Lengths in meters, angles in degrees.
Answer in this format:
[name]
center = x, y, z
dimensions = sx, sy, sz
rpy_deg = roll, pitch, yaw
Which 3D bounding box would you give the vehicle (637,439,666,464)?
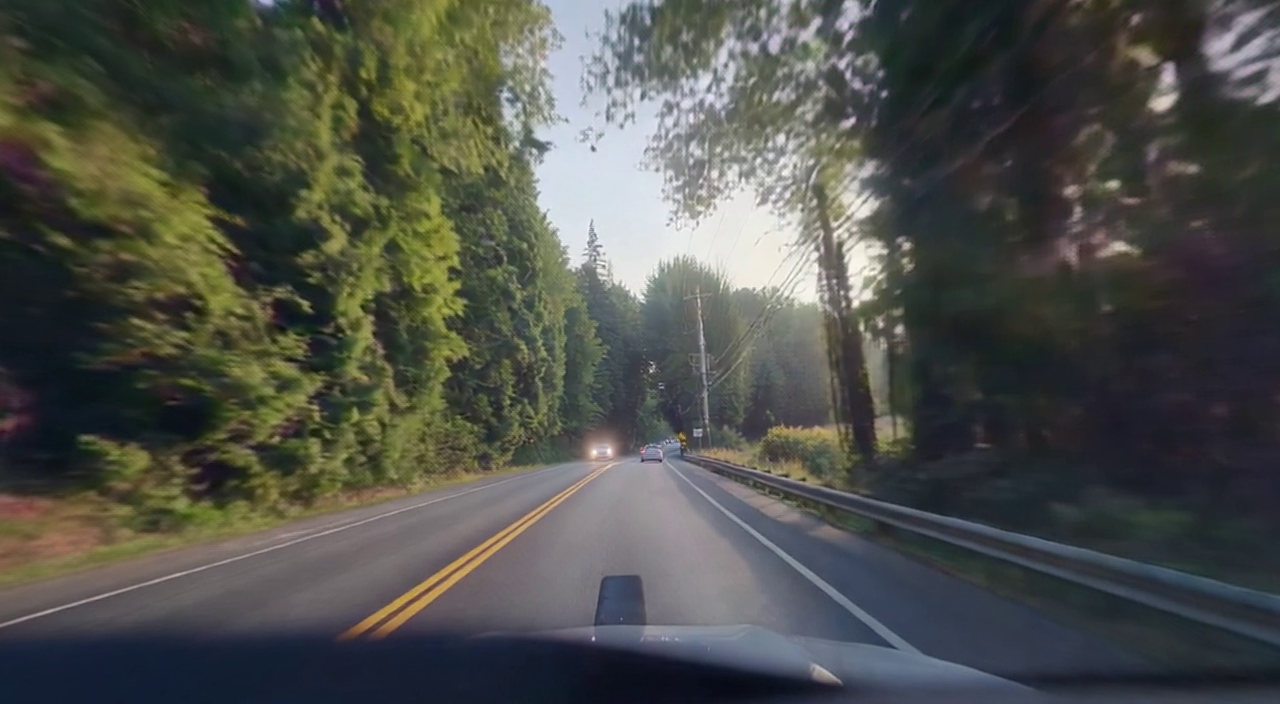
[vehicle]
center = 0.833, 7.416, 47.091
dimensions = 2.083, 1.767, 4.448
rpy_deg = 0, -9, 1
